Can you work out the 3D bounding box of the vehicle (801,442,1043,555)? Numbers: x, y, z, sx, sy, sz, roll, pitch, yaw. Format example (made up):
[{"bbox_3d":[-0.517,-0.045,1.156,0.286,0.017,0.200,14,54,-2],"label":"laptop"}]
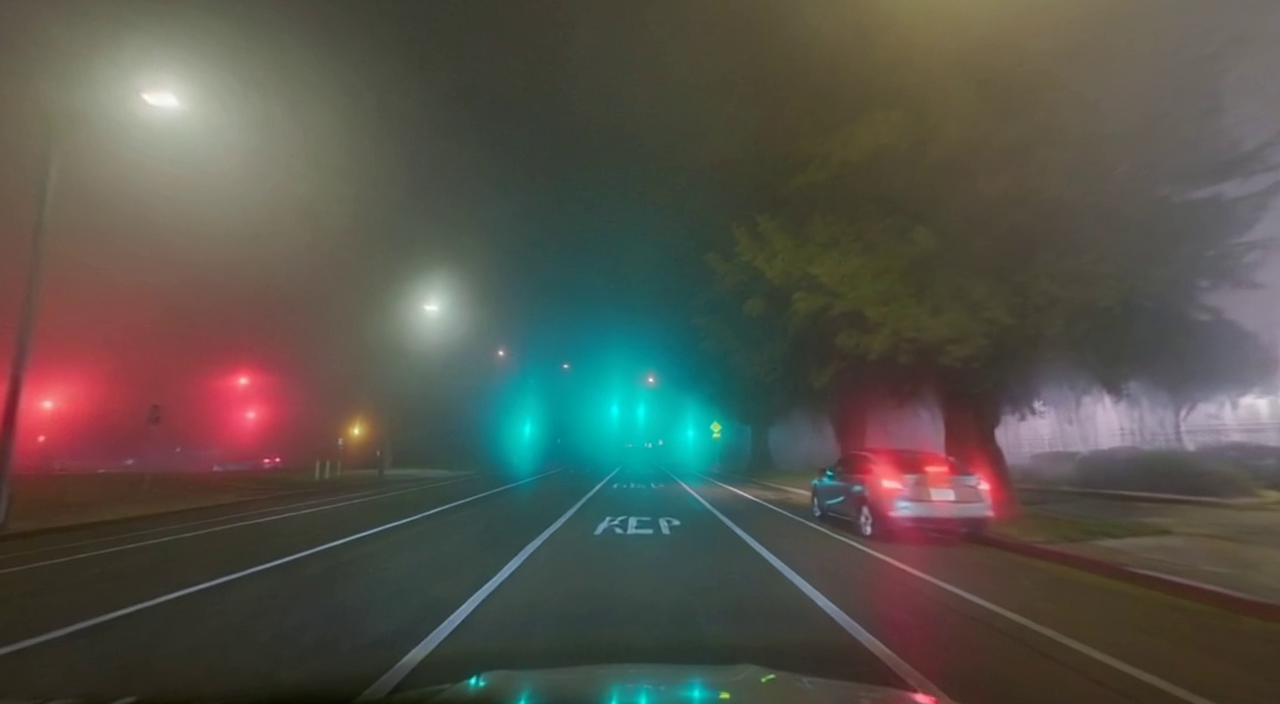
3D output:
[{"bbox_3d":[4.282,2.254,10.577,1.856,1.462,4.501,0,-8,-2],"label":"vehicle"}]

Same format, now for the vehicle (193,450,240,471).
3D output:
[{"bbox_3d":[-32.371,8.245,48.229,4.530,1.483,1.962,-8,-12,44],"label":"vehicle"}]

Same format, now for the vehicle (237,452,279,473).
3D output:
[{"bbox_3d":[-29.310,8.441,48.409,1.854,1.475,4.132,7,-12,-41],"label":"vehicle"}]
